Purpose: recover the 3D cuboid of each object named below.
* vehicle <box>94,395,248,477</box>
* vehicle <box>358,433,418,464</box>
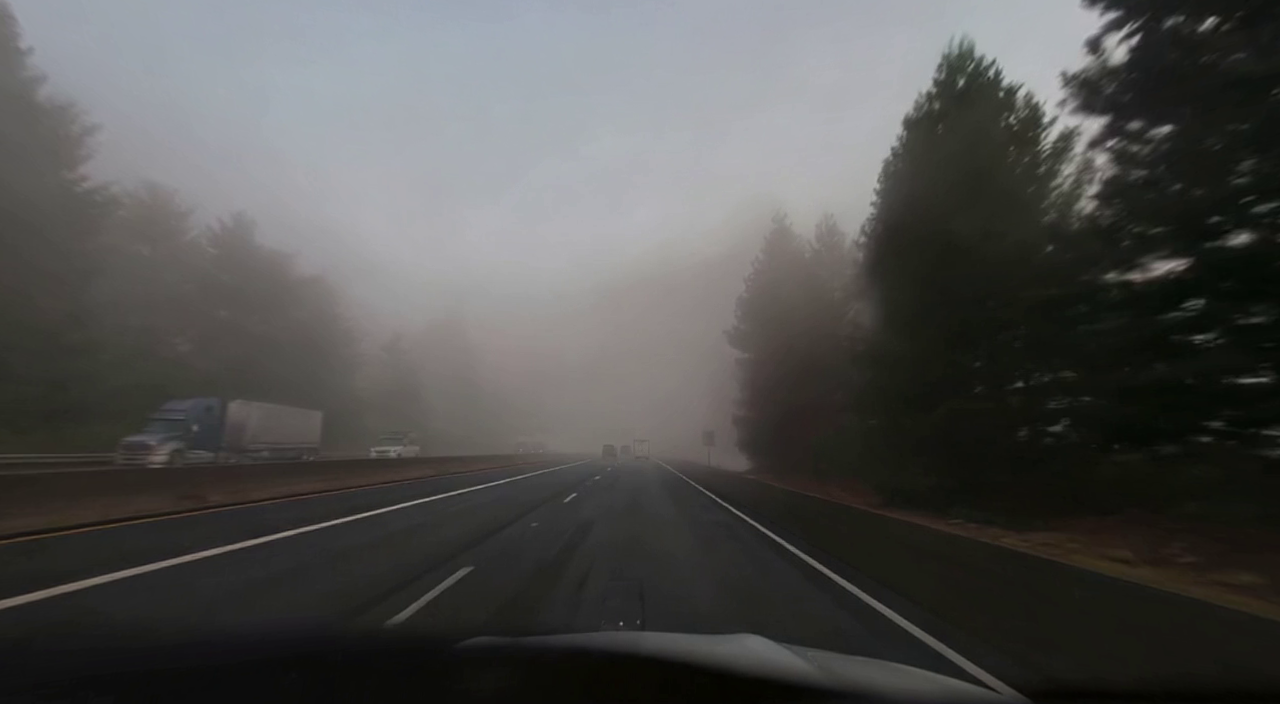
[{"bbox_3d":[-23.659,4.350,32.355,2.978,3.770,6.115,0,-9,0],"label":"vehicle"},{"bbox_3d":[-18.989,7.317,47.860,2.371,2.191,5.138,0,-9,0],"label":"vehicle"}]
